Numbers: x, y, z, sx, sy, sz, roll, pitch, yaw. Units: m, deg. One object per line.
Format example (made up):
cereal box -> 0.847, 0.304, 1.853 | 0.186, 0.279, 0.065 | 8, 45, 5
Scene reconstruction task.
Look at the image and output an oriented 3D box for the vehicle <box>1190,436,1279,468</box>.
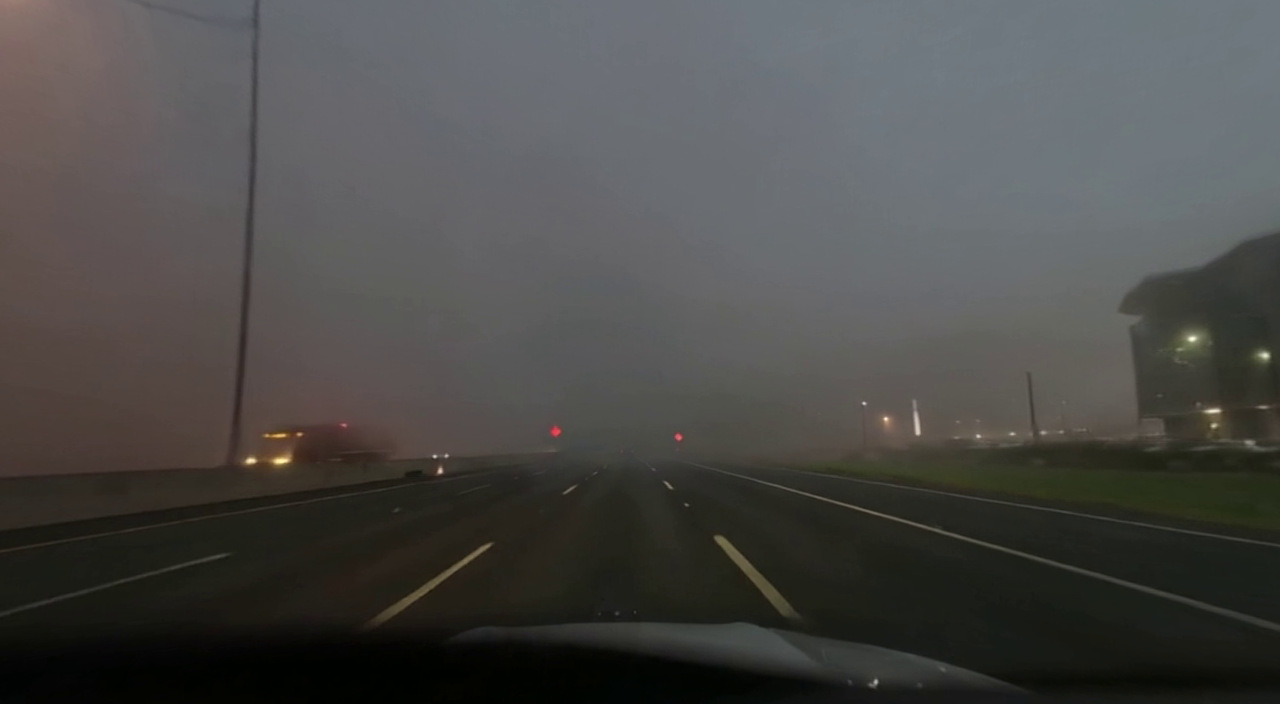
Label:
vehicle -> 30.414, 4.982, 31.428 | 4.160, 1.547, 1.986 | 0, -9, -1
